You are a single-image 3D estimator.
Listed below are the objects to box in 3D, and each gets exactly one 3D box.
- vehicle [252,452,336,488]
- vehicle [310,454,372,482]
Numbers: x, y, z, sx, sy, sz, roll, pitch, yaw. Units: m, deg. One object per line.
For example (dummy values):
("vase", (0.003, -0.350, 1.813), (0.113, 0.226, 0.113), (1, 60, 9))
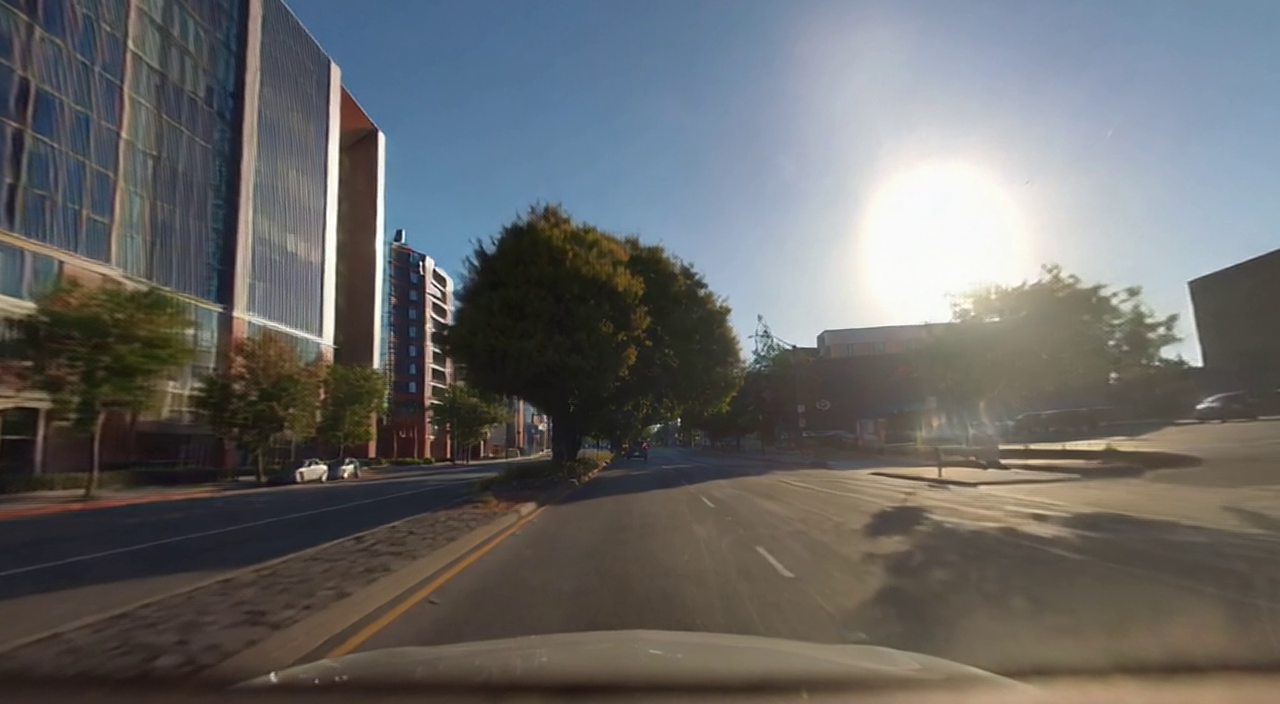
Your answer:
("vehicle", (-19.351, 6.572, 35.625), (2.255, 1.848, 4.617), (0, -8, -2))
("vehicle", (-19.508, 7.556, 41.471), (1.965, 1.665, 4.577), (-2, -9, -1))
